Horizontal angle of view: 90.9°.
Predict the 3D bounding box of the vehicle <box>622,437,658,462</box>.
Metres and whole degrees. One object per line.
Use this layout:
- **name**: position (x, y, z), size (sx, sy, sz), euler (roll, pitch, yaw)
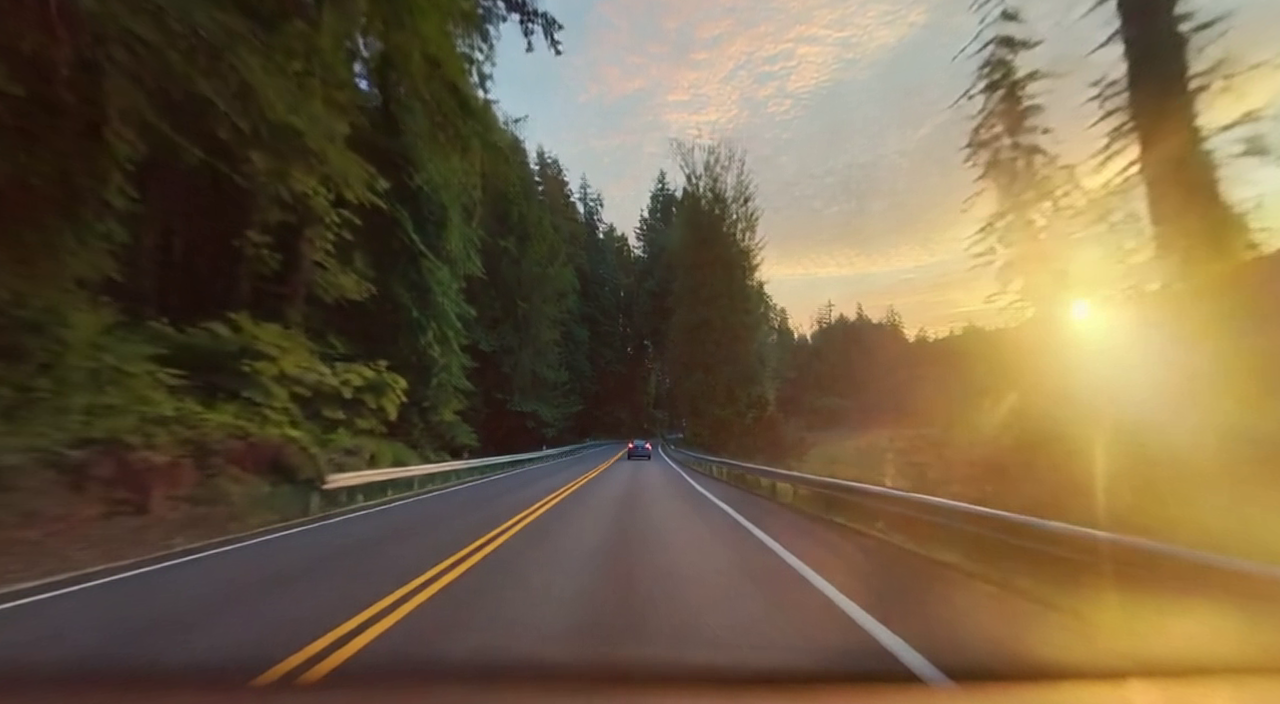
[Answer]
- **vehicle**: position (0.016, 6.112, 39.699), size (2.120, 1.491, 4.349), euler (-1, -8, 0)
